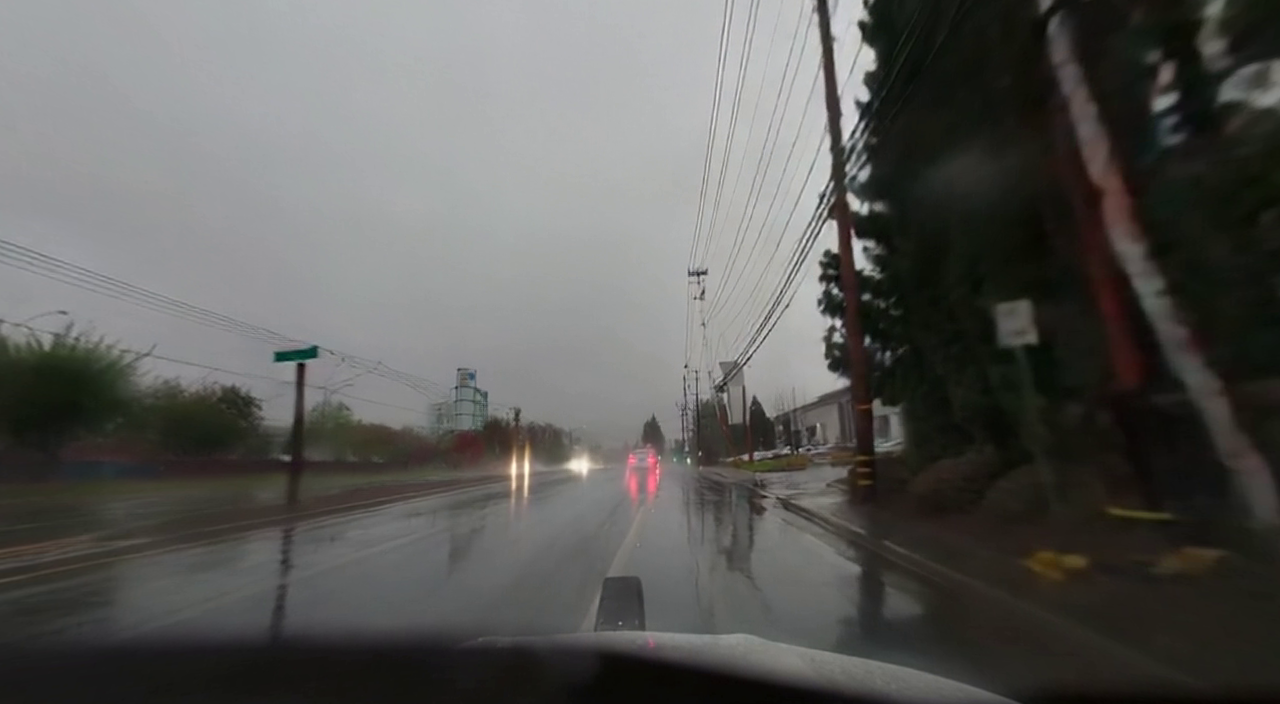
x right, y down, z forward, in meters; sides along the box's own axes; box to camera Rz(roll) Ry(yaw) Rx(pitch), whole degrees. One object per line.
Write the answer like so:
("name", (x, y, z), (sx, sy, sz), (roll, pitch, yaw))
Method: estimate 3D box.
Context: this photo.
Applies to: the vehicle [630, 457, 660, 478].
("vehicle", (0.412, 8.802, 48.279), (2.114, 1.492, 4.453), (-1, -9, 3))
